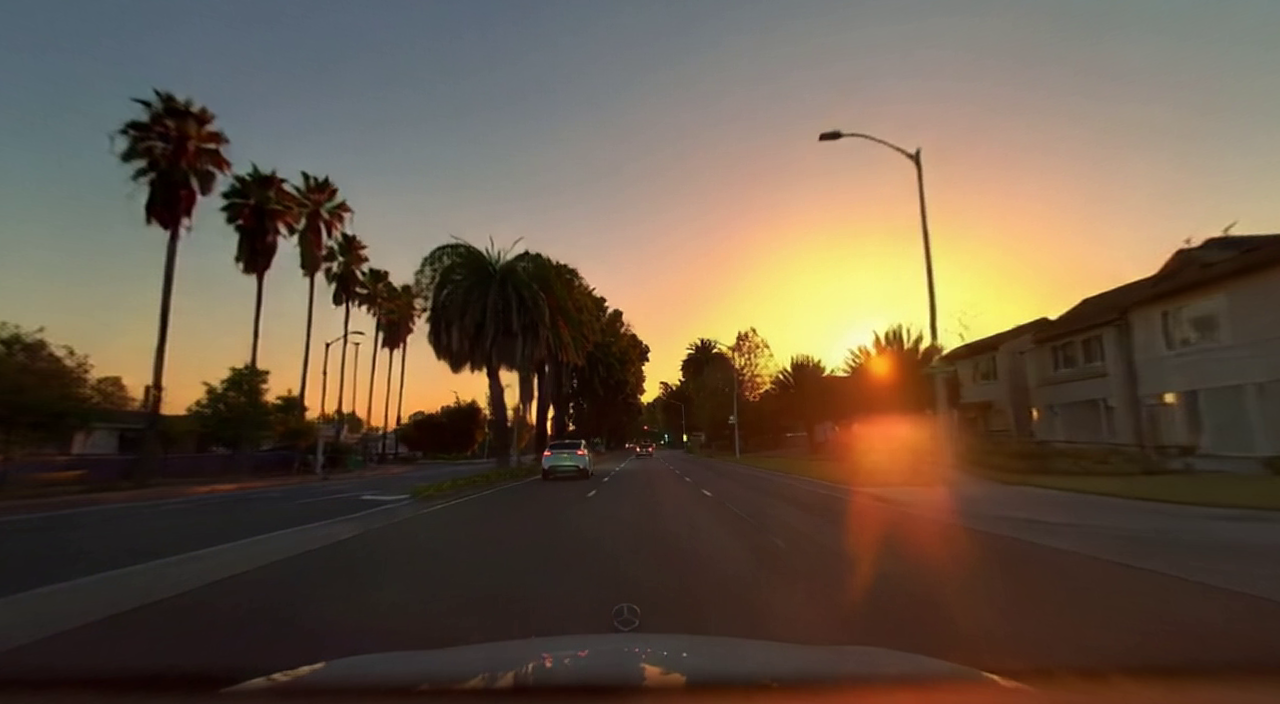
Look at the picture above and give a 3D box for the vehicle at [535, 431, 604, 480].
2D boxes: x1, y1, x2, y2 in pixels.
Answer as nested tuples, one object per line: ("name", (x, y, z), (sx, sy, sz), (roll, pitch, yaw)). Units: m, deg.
("vehicle", (-3.020, 4.620, 28.359), (2.370, 1.968, 5.698), (0, -9, 0))
